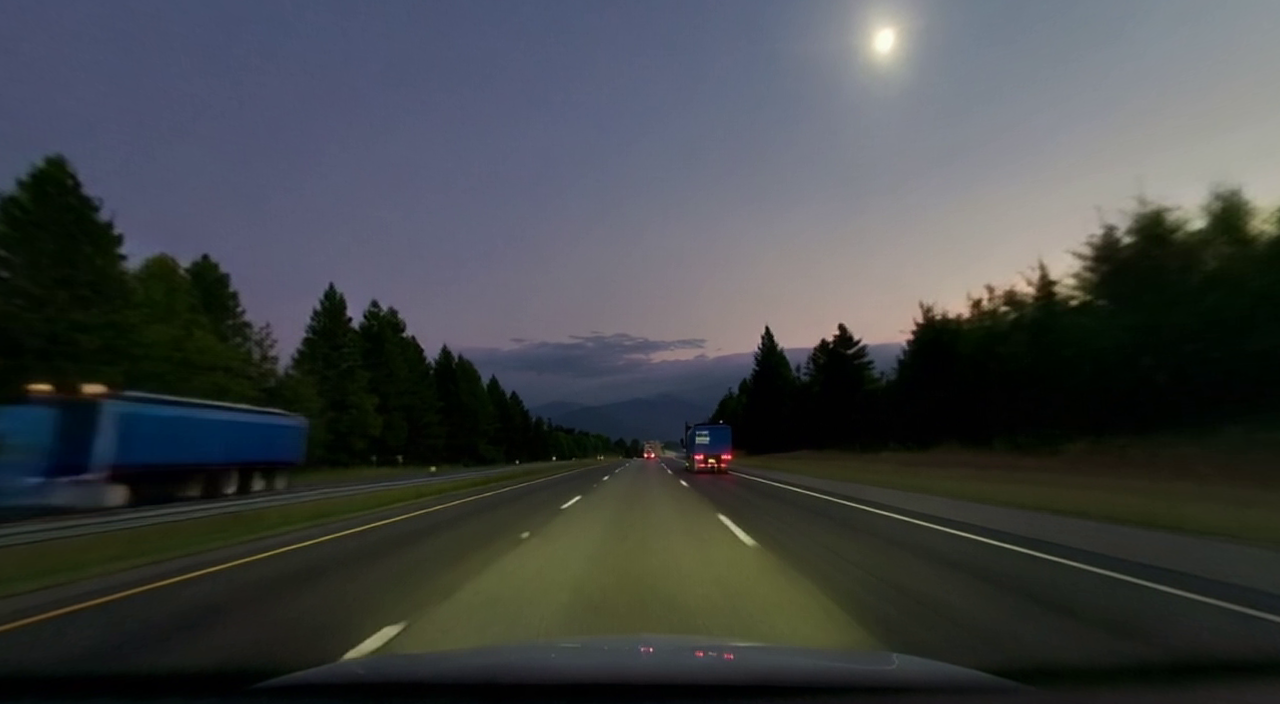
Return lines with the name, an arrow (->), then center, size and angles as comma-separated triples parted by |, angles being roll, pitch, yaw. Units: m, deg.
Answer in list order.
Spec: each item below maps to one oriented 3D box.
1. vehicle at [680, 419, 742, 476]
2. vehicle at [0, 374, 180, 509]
vehicle -> 3.712, 5.221, 34.439 | 2.572, 2.795, 5.978 | 0, -9, -1
vehicle -> -18.573, 2.885, 20.141 | 3.021, 3.652, 5.902 | 0, -9, 0
